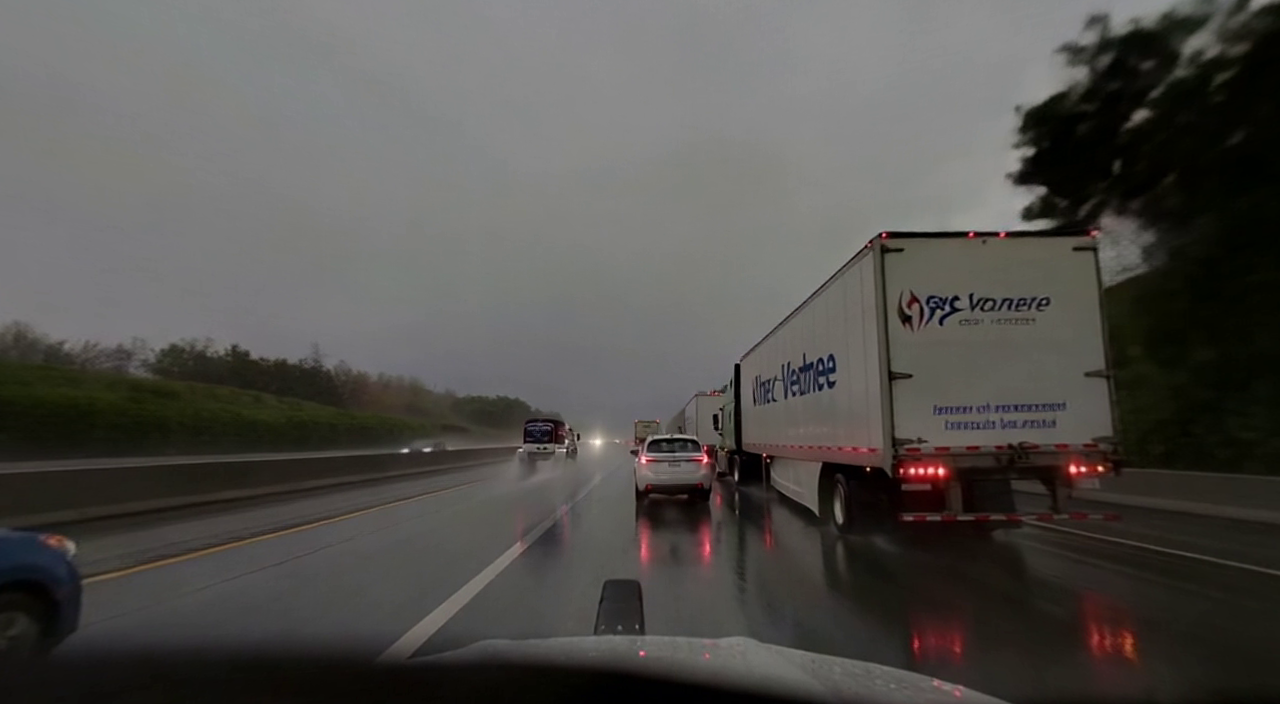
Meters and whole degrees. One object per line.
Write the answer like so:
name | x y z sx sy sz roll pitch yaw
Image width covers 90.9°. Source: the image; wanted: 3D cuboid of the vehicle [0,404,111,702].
vehicle | -4.284 0.775 1.428 2.100 1.491 4.676 0 -8 0

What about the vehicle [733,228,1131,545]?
vehicle | 4.707 1.338 15.233 2.883 4.070 14.423 0 -8 0

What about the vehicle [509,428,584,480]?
vehicle | -3.317 3.700 23.286 2.006 1.729 4.447 0 -8 1

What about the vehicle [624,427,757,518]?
vehicle | 0.826 2.299 12.656 2.200 1.495 4.282 0 -8 0

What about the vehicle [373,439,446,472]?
vehicle | -10.950 4.933 30.241 2.028 1.444 3.571 0 -8 2
